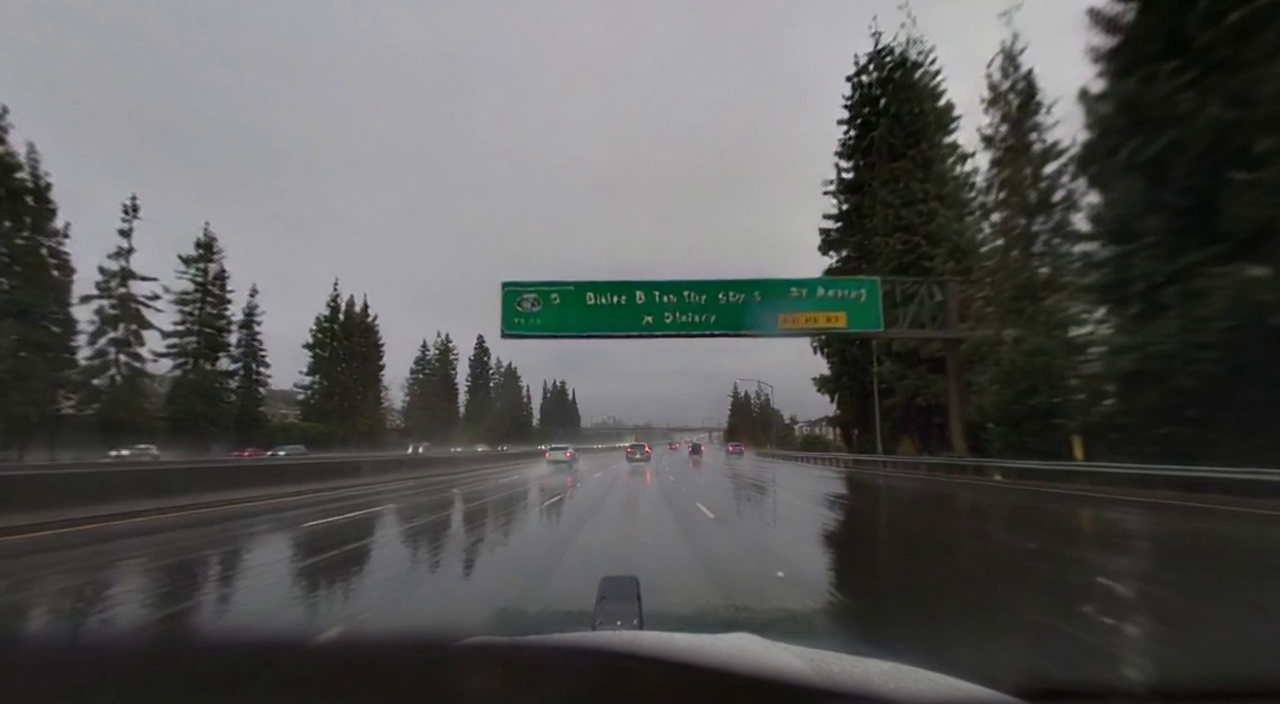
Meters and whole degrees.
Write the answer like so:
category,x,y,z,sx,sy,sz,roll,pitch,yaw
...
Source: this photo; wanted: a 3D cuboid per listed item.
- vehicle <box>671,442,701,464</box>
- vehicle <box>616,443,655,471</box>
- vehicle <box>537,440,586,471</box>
category,x,y,z,sx,sy,sz,roll,pitch,yaw
vehicle,3.581,7.917,49.810,2.084,1.624,3.935,0,-9,0
vehicle,-0.237,6.083,36.750,2.146,1.485,4.332,0,-9,0
vehicle,-4.589,6.132,37.494,2.260,1.706,4.177,0,-9,1
